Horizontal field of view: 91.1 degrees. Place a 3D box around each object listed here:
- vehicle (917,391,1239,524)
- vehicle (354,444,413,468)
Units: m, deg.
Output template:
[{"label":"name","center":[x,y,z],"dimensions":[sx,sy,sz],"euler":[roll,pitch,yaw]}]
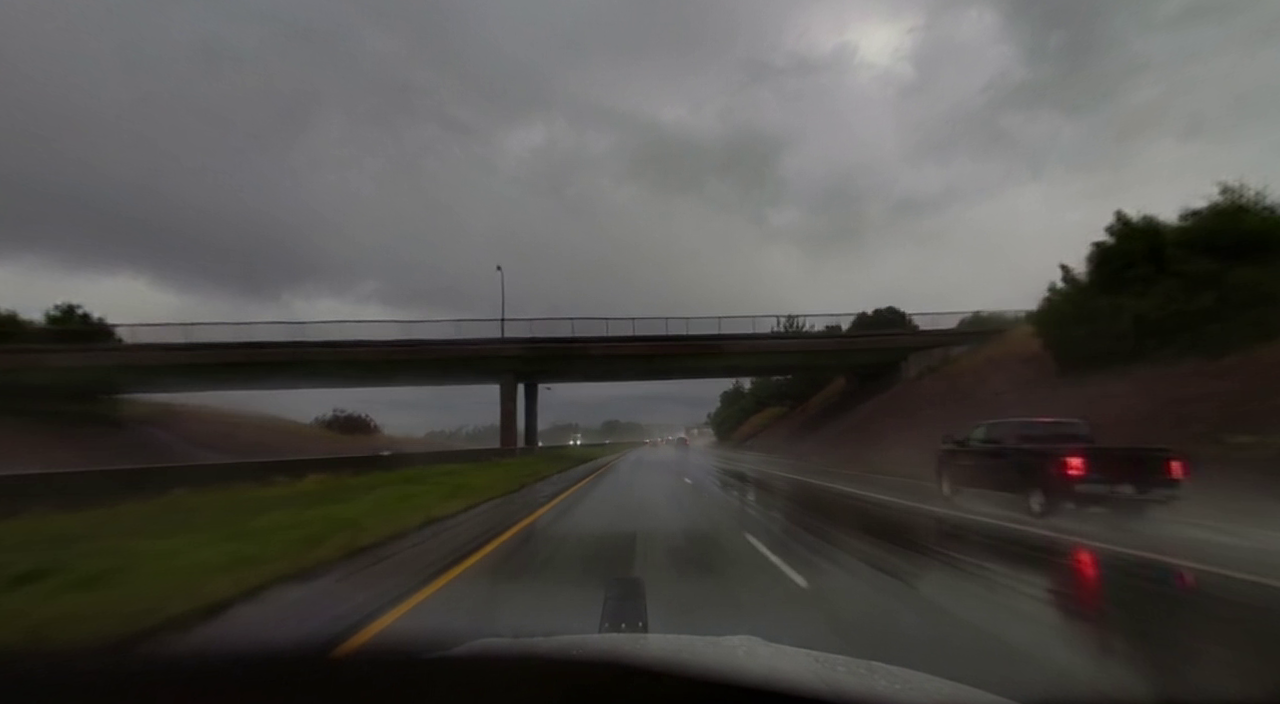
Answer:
[{"label":"vehicle","center":[7.954,2.019,12.427],"dimensions":[2.362,2.037,5.409],"euler":[0,-8,-1]},{"label":"vehicle","center":[-16.870,6.851,41.528],"dimensions":[1.937,1.466,4.375],"euler":[0,-8,1]}]
